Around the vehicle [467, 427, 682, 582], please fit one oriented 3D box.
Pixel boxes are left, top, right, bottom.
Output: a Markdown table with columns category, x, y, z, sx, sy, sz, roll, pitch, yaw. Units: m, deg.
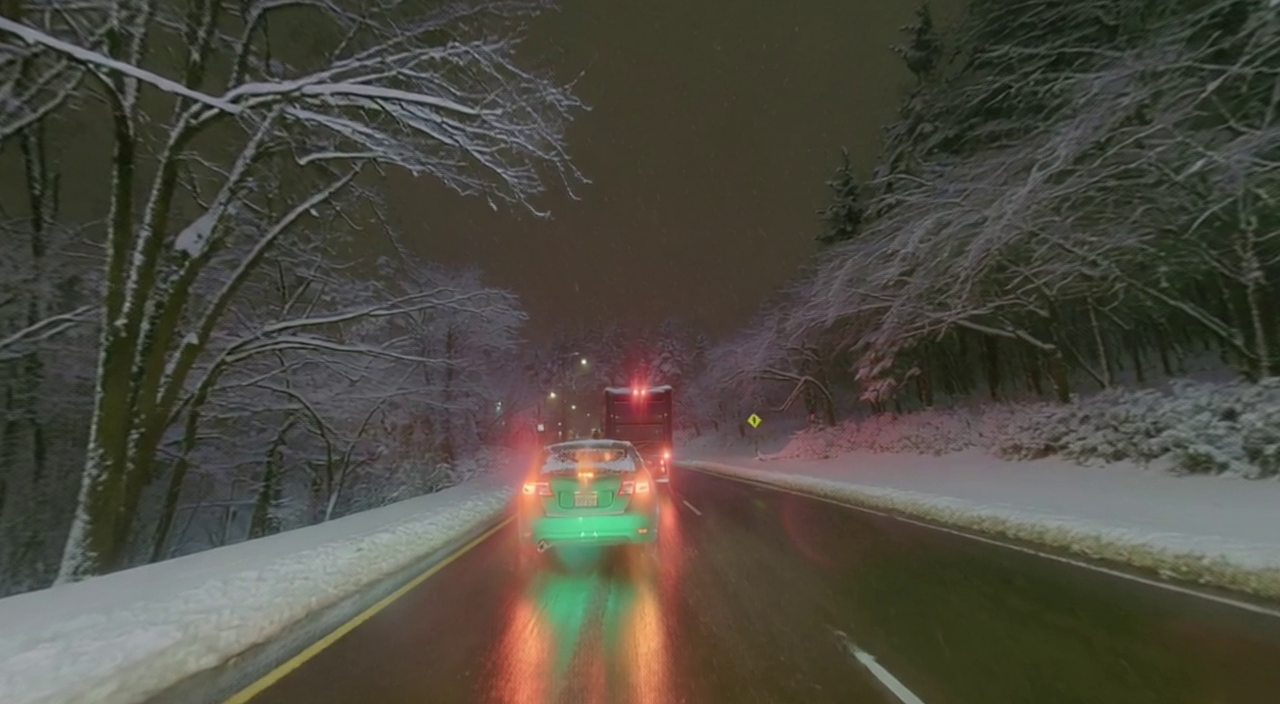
| category | x | y | z | sx | sy | sz | roll | pitch | yaw |
| --- | --- | --- | --- | --- | --- | --- | --- | --- | --- |
| vehicle | -0.625 | 1.795 | 8.213 | 2.076 | 1.490 | 4.078 | 0 | -9 | 0 |
